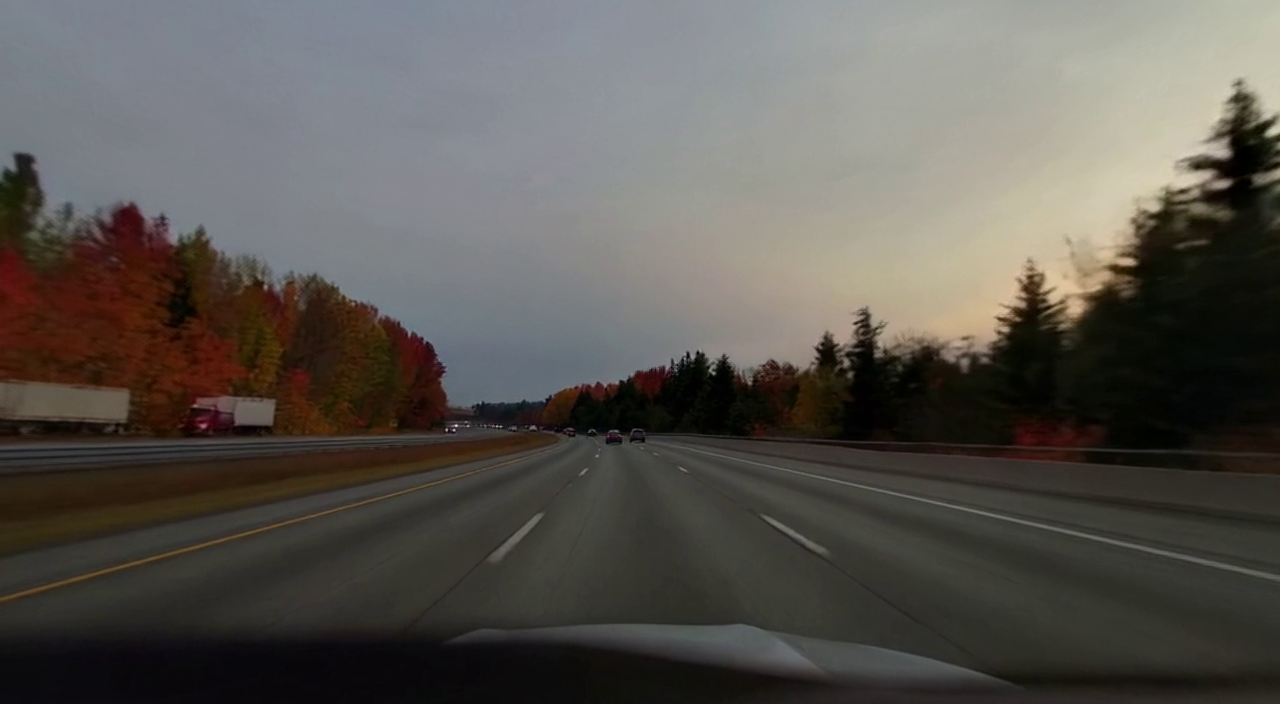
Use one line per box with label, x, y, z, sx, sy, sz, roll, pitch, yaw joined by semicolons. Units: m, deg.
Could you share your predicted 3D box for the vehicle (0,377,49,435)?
vehicle;-47.311;4.204;46.929;10.856;3.901;3.560;-7;-10;43
